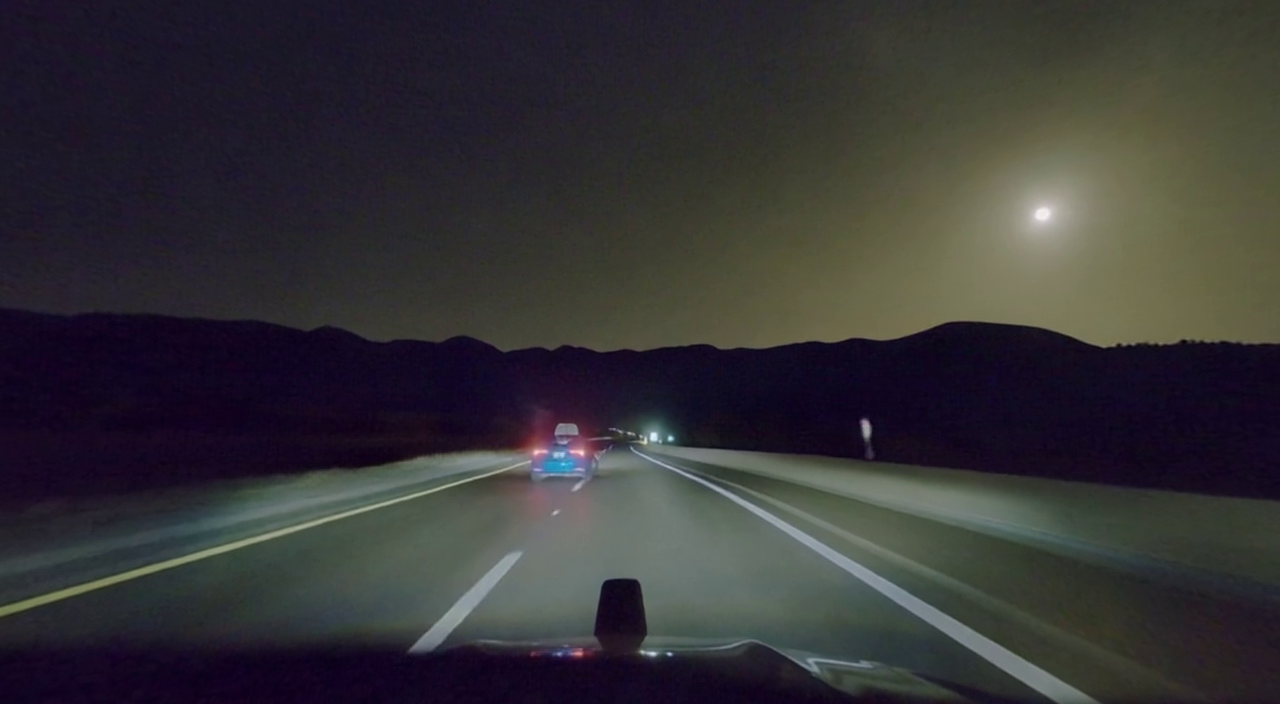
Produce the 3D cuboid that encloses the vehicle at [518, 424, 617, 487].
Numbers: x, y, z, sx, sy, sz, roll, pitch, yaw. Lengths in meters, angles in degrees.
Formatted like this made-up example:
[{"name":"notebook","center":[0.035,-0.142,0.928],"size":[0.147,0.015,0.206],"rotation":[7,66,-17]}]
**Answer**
[{"name":"vehicle","center":[-1.850,2.825,17.585],"size":[2.097,1.511,4.585],"rotation":[0,-8,2]}]
